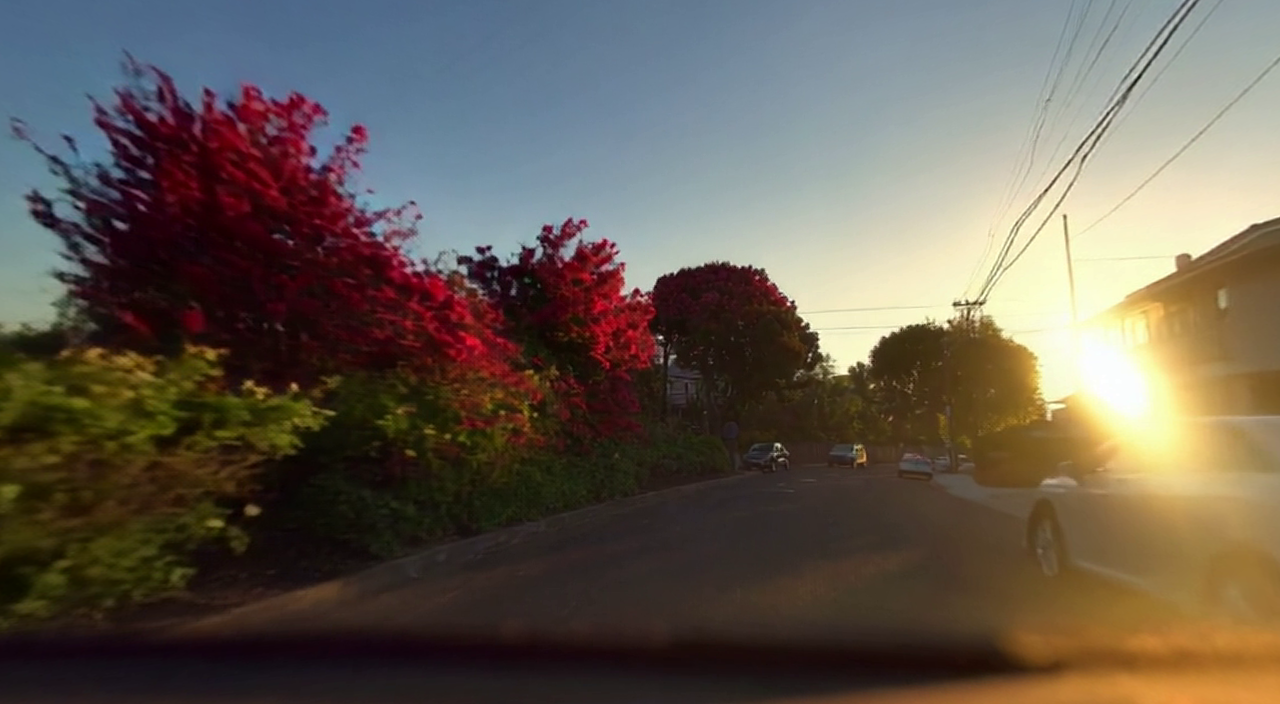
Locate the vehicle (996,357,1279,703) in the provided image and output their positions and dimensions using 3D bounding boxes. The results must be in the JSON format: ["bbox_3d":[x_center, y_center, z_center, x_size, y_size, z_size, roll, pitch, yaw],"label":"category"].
[{"bbox_3d":[4.661,1.174,4.328,2.311,1.909,5.570,-2,-9,13],"label":"vehicle"}]
